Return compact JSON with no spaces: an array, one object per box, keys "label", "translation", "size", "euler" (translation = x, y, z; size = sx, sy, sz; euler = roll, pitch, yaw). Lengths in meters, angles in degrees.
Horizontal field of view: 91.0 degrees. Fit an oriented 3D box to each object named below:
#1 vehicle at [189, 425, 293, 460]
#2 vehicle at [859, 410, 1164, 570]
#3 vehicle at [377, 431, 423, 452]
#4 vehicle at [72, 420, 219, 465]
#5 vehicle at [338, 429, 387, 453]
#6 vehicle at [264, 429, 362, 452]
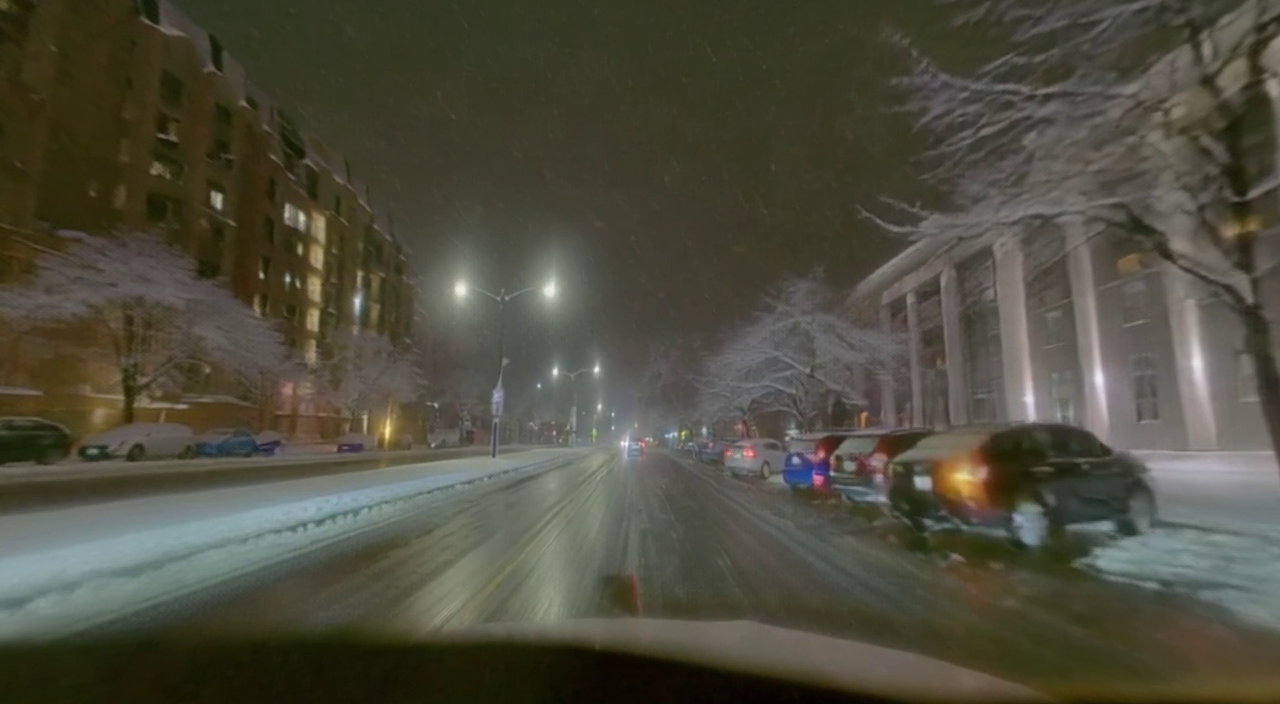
[{"label":"vehicle","translation":[-18.730,4.305,29.865],"size":[1.869,1.494,4.833],"euler":[0,-8,-1]},{"label":"vehicle","translation":[4.714,1.582,7.930],"size":[3.531,1.529,1.903],"euler":[5,-10,-35]},{"label":"vehicle","translation":[-18.847,7.074,49.622],"size":[1.909,1.518,4.459],"euler":[-1,-8,0]},{"label":"vehicle","translation":[-18.434,3.421,23.798],"size":[1.811,1.502,4.639],"euler":[-1,-8,0]},{"label":"vehicle","translation":[-19.165,6.190,43.633],"size":[1.792,1.554,3.682],"euler":[0,-8,-1]},{"label":"vehicle","translation":[-19.178,5.273,37.324],"size":[2.389,1.206,6.247],"euler":[-1,-8,1]}]
